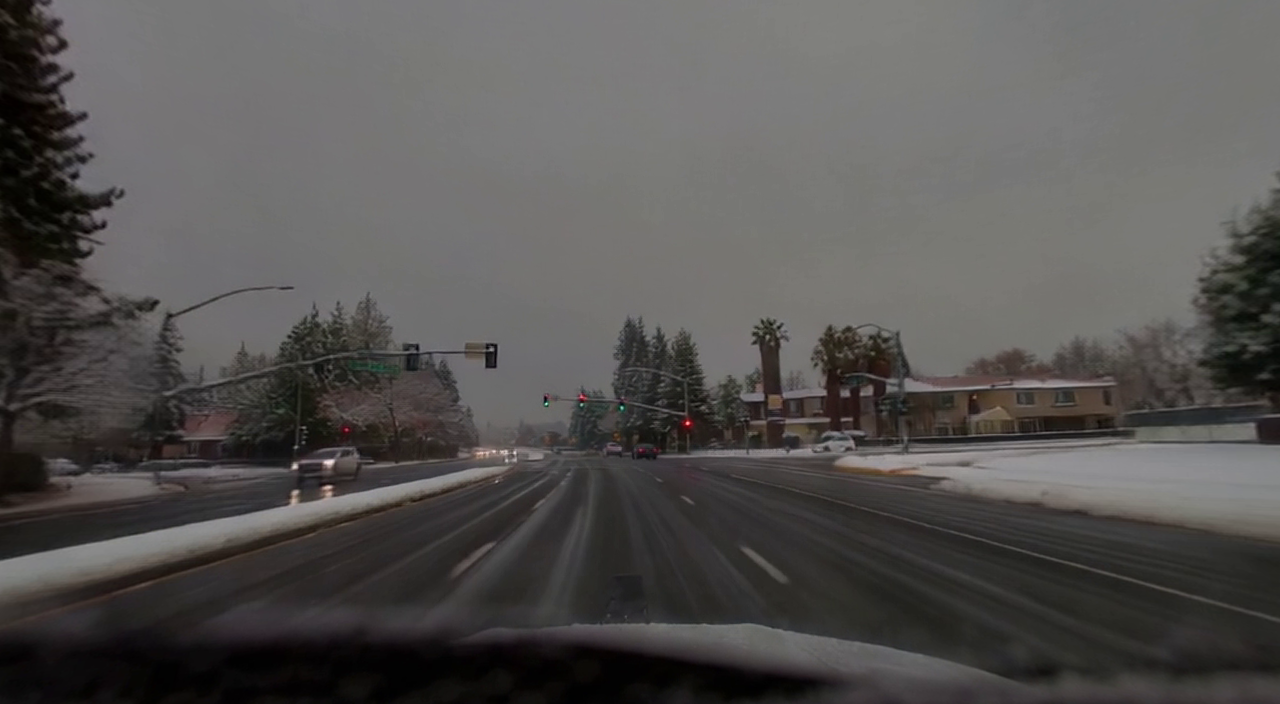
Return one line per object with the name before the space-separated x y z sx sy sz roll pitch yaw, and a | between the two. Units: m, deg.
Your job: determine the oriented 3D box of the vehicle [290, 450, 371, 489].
vehicle | -14.623 5.518 30.098 2.017 1.611 4.403 -1 -8 -6
